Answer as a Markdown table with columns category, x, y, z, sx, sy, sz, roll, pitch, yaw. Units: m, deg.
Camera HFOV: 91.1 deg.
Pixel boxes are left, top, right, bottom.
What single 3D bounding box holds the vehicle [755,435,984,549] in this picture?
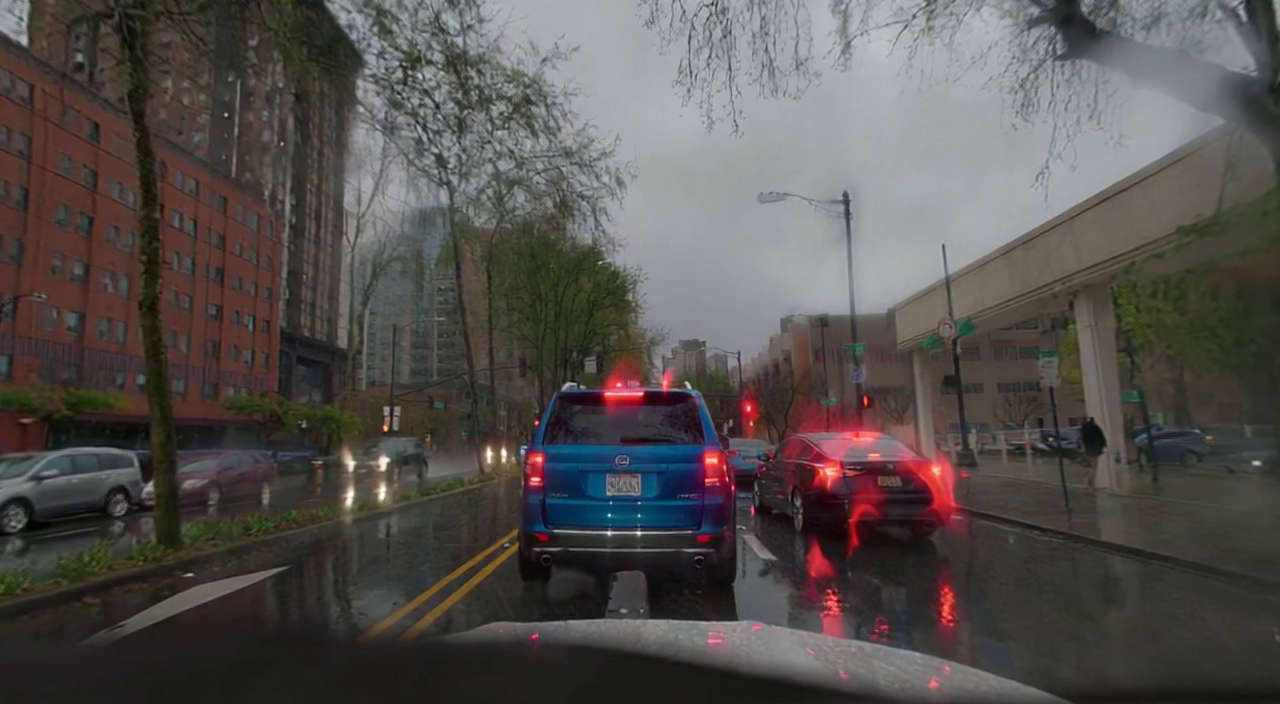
| category | x | y | z | sx | sy | sz | roll | pitch | yaw |
| --- | --- | --- | --- | --- | --- | --- | --- | --- | --- |
| vehicle | 3.298 | 2.082 | 10.079 | 2.056 | 1.422 | 4.130 | 0 | -8 | -1 |

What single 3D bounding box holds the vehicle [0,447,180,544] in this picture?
| category | x | y | z | sx | sy | sz | roll | pitch | yaw |
| --- | --- | --- | --- | --- | --- | --- | --- | --- | --- |
| vehicle | -12.534 | 2.913 | 13.464 | 1.891 | 1.723 | 4.360 | 0 | -8 | 1 |

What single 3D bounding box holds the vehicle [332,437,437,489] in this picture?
| category | x | y | z | sx | sy | sz | roll | pitch | yaw |
| --- | --- | --- | --- | --- | --- | --- | --- | --- | --- |
| vehicle | -9.174 | 4.006 | 23.008 | 2.054 | 1.722 | 4.292 | 0 | -8 | -1 |

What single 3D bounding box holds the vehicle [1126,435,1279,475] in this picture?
| category | x | y | z | sx | sy | sz | roll | pitch | yaw |
| --- | --- | --- | --- | --- | --- | --- | --- | --- | --- |
| vehicle | 22.169 | 4.048 | 24.965 | 4.055 | 1.469 | 1.848 | -4 | -9 | 25 |

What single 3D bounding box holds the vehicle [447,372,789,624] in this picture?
| category | x | y | z | sx | sy | sz | roll | pitch | yaw |
| --- | --- | --- | --- | --- | --- | --- | --- | --- | --- |
| vehicle | -0.153 | 1.362 | 6.760 | 2.453 | 1.816 | 4.300 | 0 | -8 | 0 |

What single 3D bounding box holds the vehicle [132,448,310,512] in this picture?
| category | x | y | z | sx | sy | sz | roll | pitch | yaw |
| --- | --- | --- | --- | --- | --- | --- | --- | --- | --- |
| vehicle | -12.453 | 3.787 | 19.170 | 2.207 | 1.648 | 4.675 | 0 | -8 | -1 |
